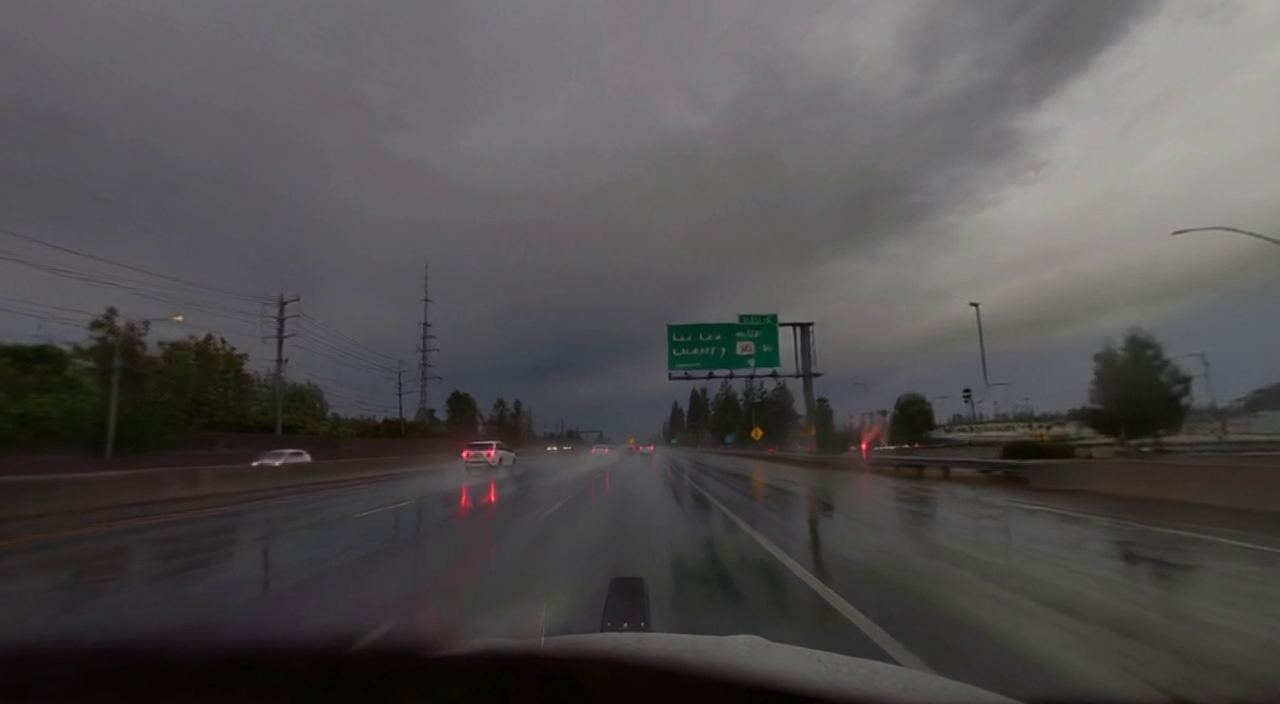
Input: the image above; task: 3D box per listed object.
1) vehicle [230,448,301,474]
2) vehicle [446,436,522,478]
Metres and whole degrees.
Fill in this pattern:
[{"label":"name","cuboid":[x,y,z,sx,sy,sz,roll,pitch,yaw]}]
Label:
[{"label":"vehicle","cuboid":[-25.209,7.351,42.632,1.869,1.569,4.717,0,-8,0]},{"label":"vehicle","cuboid":[-7.009,4.759,28.898,2.118,1.696,4.836,-1,-8,2]}]
